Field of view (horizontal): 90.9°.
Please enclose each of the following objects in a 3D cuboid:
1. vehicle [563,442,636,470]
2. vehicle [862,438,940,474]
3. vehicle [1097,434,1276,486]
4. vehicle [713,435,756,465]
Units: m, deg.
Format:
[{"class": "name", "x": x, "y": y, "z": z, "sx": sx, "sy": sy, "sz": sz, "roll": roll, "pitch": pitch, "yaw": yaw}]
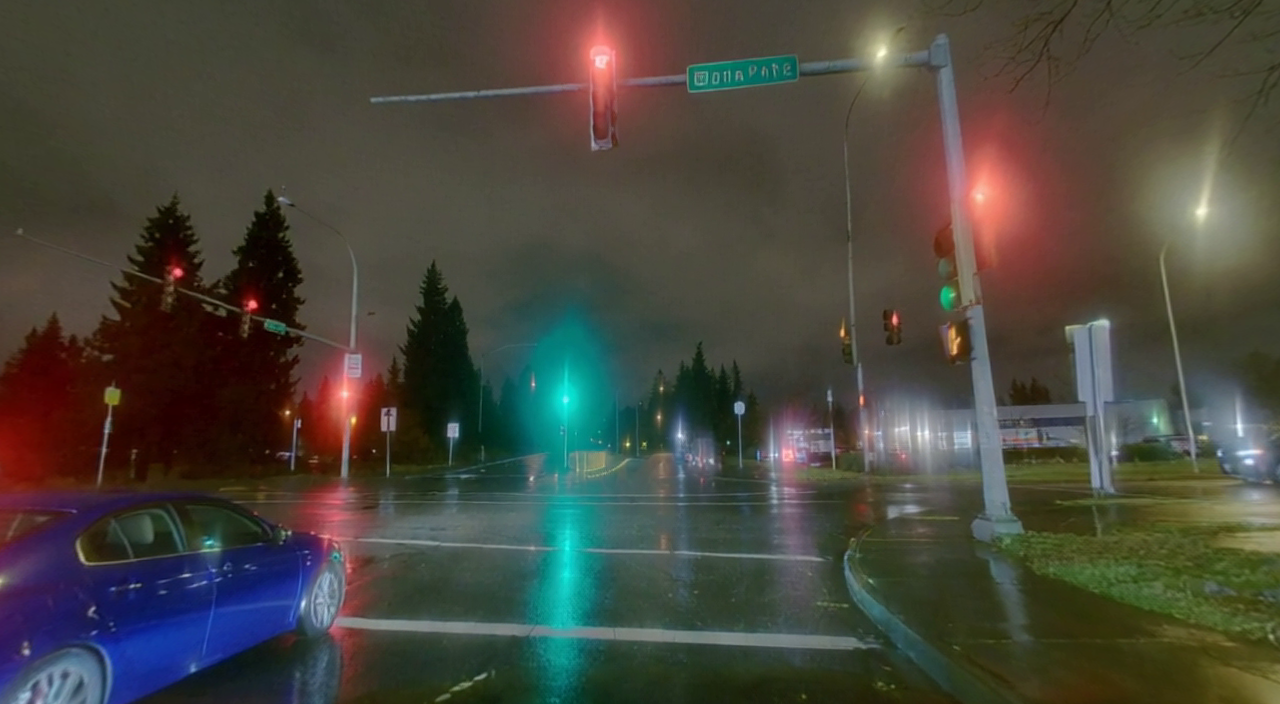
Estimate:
[{"class": "vehicle", "x": -2.431, "y": 6.152, "z": 37.560, "sx": 3.991, "sy": 1.526, "sz": 1.868, "roll": -5, "pitch": -9, "yaw": 31}, {"class": "vehicle", "x": 12.395, "y": 5.032, "z": 30.242, "sx": 1.922, "sy": 1.529, "sz": 3.964, "roll": 0, "pitch": -12, "yaw": -2}, {"class": "vehicle", "x": 16.796, "y": 3.322, "z": 19.522, "sx": 3.876, "sy": 1.512, "sz": 1.784, "roll": 0, "pitch": -8, "yaw": -1}, {"class": "vehicle", "x": 6.899, "y": 7.164, "z": 46.215, "sx": 1.491, "sy": 2.041, "sz": 2.964, "roll": 6, "pitch": -9, "yaw": -33}]
